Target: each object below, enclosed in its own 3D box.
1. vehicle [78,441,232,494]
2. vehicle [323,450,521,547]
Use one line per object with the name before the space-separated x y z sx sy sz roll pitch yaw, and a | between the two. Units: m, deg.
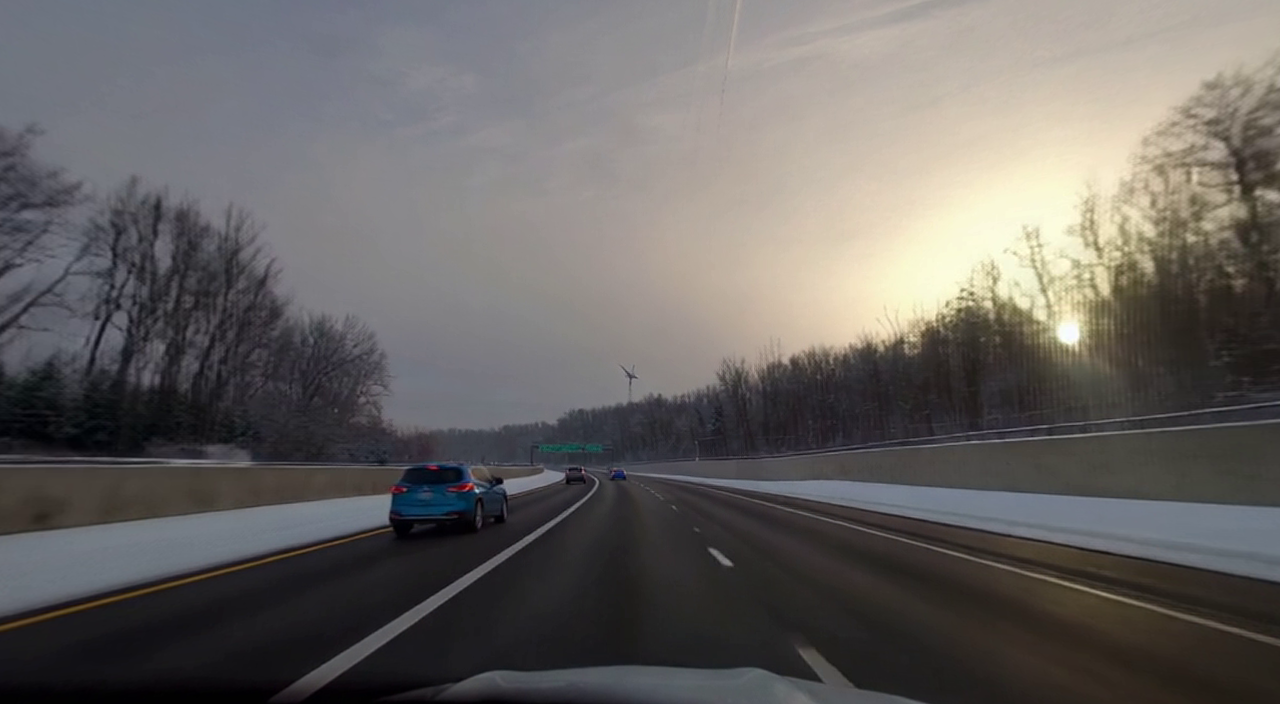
vehicle | -16.864 4.083 22.269 1.917 1.619 4.449 1 -10 -1
vehicle | -4.097 2.892 13.011 2.328 1.559 5.041 1 -10 -1
